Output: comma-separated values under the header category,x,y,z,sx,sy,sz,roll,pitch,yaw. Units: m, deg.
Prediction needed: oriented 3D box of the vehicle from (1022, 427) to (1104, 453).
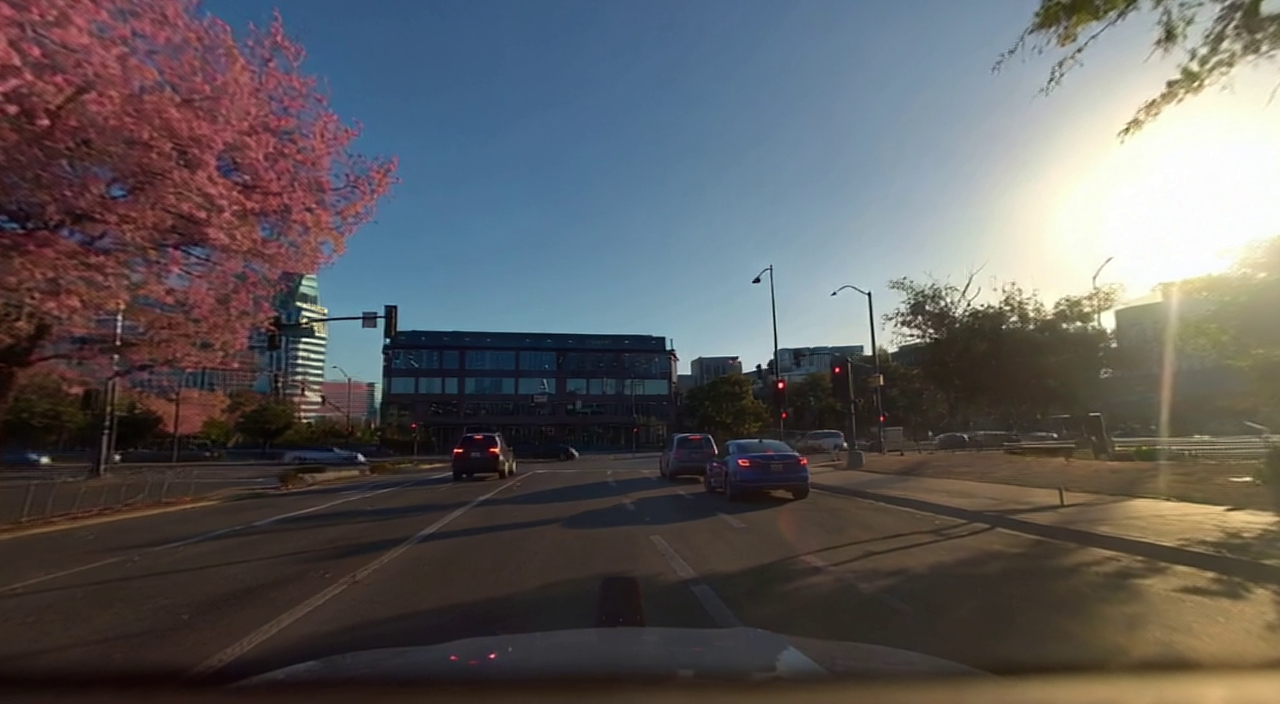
category,x,y,z,sx,sy,sz,roll,pitch,yaw
vehicle,27.352,5.712,40.904,4.089,1.588,1.808,0,-9,-5

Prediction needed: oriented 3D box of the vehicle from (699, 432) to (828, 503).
category,x,y,z,sx,sy,sz,roll,pitch,yaw
vehicle,2.904,2.839,15.972,2.019,1.518,4.285,1,-9,-5

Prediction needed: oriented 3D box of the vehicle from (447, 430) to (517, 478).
category,x,y,z,sx,sy,sz,roll,pitch,yaw
vehicle,-6.202,4.051,25.271,1.995,1.703,4.367,0,-9,-5

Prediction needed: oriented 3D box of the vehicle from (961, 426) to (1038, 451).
category,x,y,z,sx,sy,sz,roll,pitch,yaw
vehicle,26.491,6.377,46.628,4.567,1.810,1.880,1,-9,-6

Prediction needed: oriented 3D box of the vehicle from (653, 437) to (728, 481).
category,x,y,z,sx,sy,sz,roll,pitch,yaw
vehicle,1.741,3.883,23.212,2.007,1.466,4.291,1,-9,-6

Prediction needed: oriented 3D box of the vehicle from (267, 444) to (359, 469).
category,x,y,z,sx,sy,sz,roll,pitch,yaw
vehicle,-20.050,6.391,38.908,4.526,1.452,1.920,1,-8,-5

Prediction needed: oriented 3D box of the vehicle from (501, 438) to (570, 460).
category,x,y,z,sx,sy,sz,roll,pitch,yaw
vehicle,-7.171,6.697,43.573,4.549,1.439,1.794,0,-9,-5
